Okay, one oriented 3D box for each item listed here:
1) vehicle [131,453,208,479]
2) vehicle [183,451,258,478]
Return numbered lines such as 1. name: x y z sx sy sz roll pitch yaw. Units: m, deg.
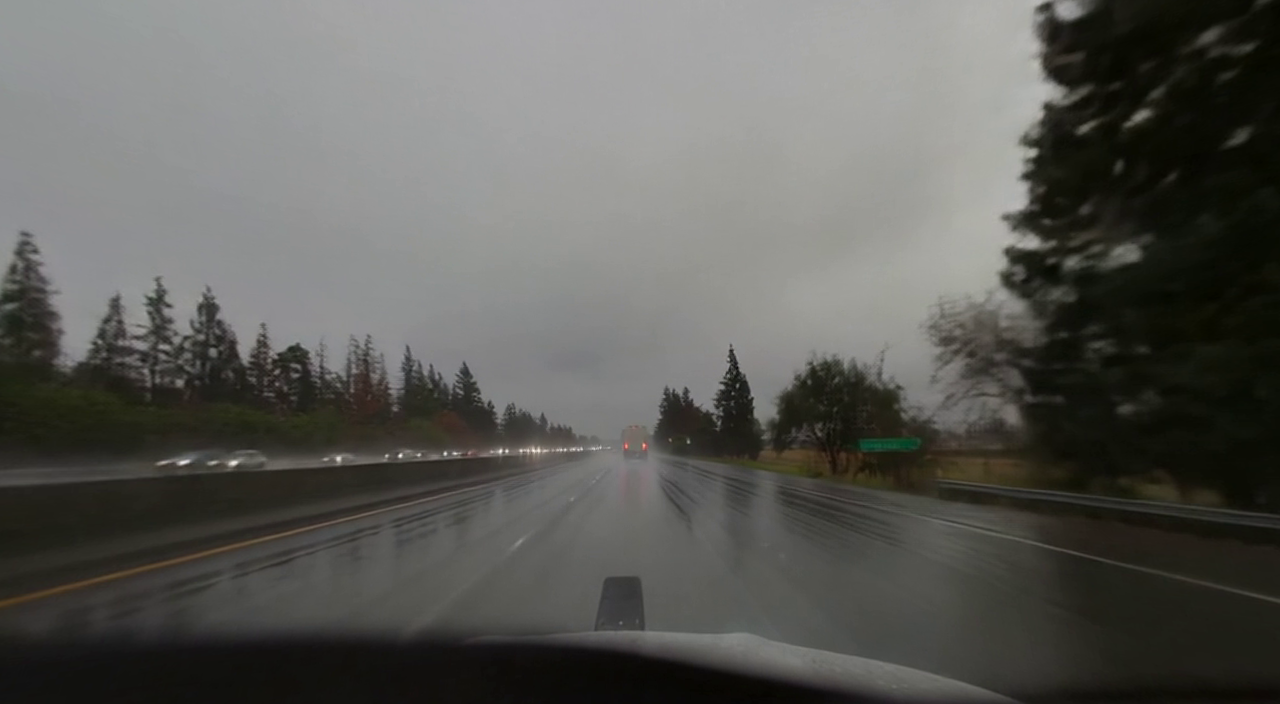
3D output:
1. vehicle: -32.613 7.907 43.971 1.931 1.667 4.443 0 -9 0
2. vehicle: -28.744 7.694 43.495 1.977 1.664 4.701 0 -9 0
